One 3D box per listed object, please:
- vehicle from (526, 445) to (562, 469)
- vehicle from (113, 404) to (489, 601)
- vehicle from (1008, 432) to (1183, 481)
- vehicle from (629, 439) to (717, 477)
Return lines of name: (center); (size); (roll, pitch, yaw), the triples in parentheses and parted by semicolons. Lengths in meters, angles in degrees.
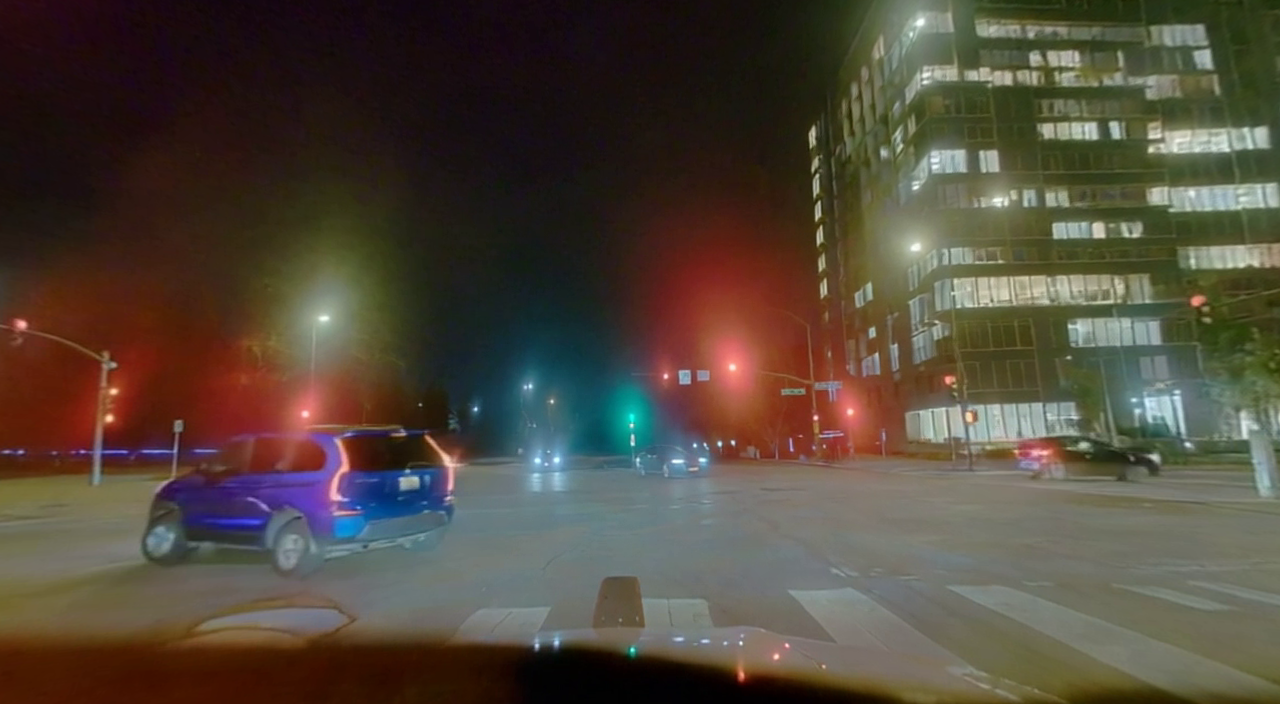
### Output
vehicle: (-6.823, 7.496, 45.359); (2.034, 1.663, 4.025); (0, -8, -1)
vehicle: (-4.157, 1.675, 7.789); (4.038, 1.807, 2.085); (-5, -10, 28)
vehicle: (16.188, 3.749, 22.767); (4.529, 1.604, 2.130); (-3, -9, 16)
vehicle: (1.520, 5.176, 31.156); (1.998, 1.674, 4.652); (5, -10, -33)
